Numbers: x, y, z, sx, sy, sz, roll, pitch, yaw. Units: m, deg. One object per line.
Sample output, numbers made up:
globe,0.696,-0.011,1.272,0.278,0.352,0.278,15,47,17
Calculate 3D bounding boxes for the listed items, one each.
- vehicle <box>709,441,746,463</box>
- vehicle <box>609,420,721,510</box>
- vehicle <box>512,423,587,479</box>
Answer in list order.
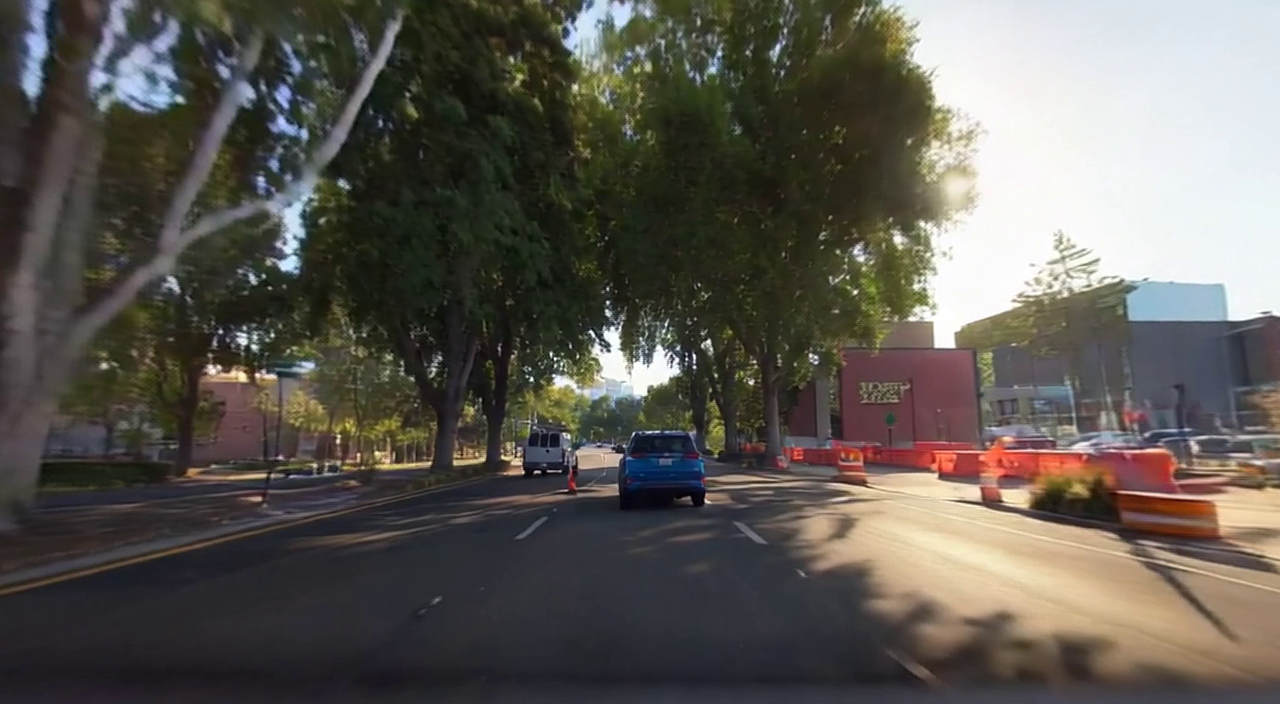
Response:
vehicle,6.462,7.465,47.275,2.076,1.535,4.460,0,-9,-1
vehicle,0.382,2.499,14.371,2.168,1.725,4.192,0,-8,-3
vehicle,-3.608,4.112,26.456,2.357,2.063,5.488,0,-8,0
